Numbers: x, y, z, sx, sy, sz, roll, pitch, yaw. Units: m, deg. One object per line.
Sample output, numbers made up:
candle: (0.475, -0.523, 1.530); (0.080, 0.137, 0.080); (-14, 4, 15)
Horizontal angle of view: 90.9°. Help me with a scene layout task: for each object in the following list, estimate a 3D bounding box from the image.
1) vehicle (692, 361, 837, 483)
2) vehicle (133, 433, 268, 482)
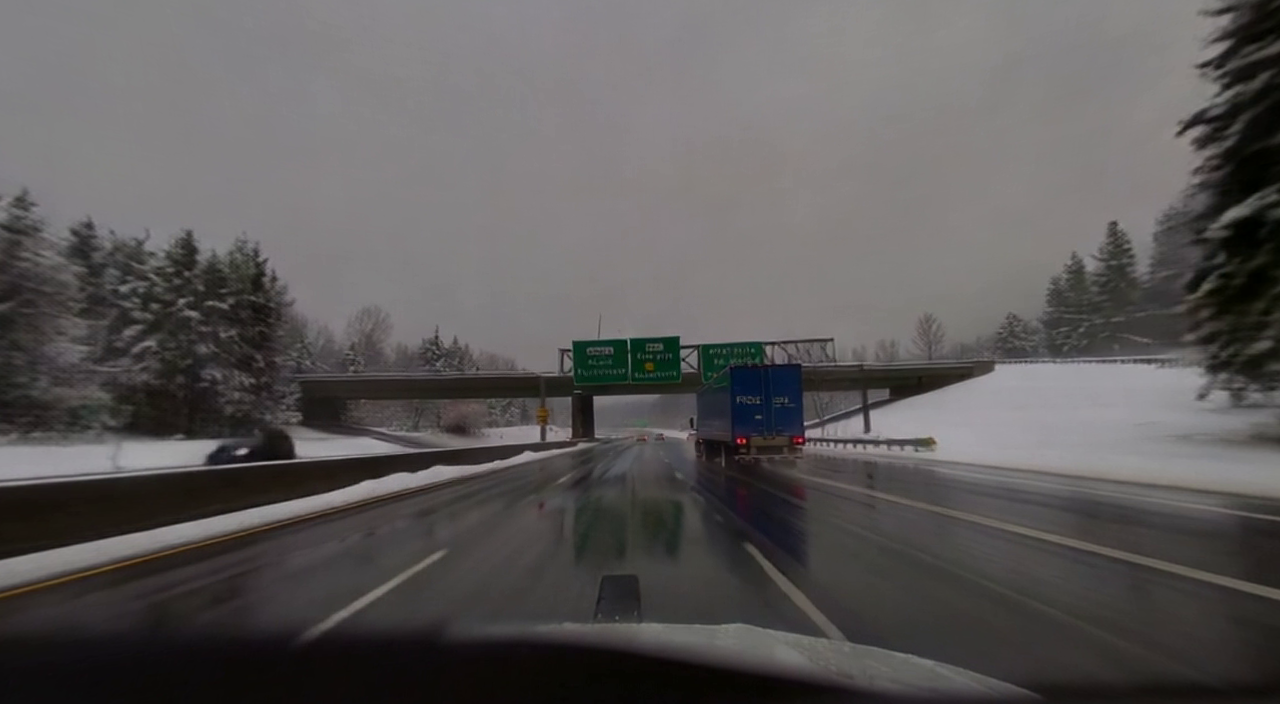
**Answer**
vehicle: (3.924, 2.658, 23.128); (2.849, 3.391, 11.018); (0, -8, -1)
vehicle: (-16.450, 3.928, 23.930); (1.953, 1.661, 4.341); (0, -8, 1)
